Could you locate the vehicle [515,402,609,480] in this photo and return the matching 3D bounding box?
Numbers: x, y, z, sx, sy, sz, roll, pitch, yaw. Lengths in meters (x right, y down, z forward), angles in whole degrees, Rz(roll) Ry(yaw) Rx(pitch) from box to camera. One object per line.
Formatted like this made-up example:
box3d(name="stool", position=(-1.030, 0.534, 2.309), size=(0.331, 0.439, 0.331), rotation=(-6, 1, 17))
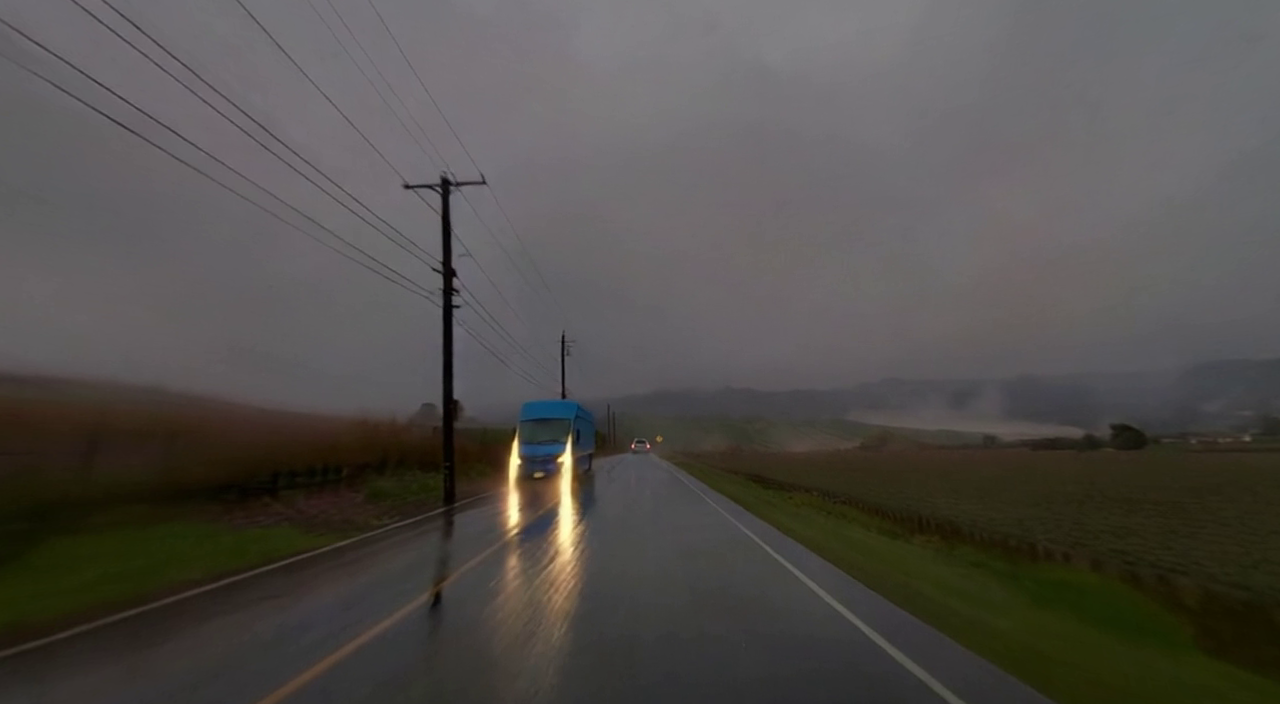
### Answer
box3d(name="vehicle", position=(-3.437, 4.275, 29.972), size=(3.183, 3.230, 7.566), rotation=(0, -9, 2))
